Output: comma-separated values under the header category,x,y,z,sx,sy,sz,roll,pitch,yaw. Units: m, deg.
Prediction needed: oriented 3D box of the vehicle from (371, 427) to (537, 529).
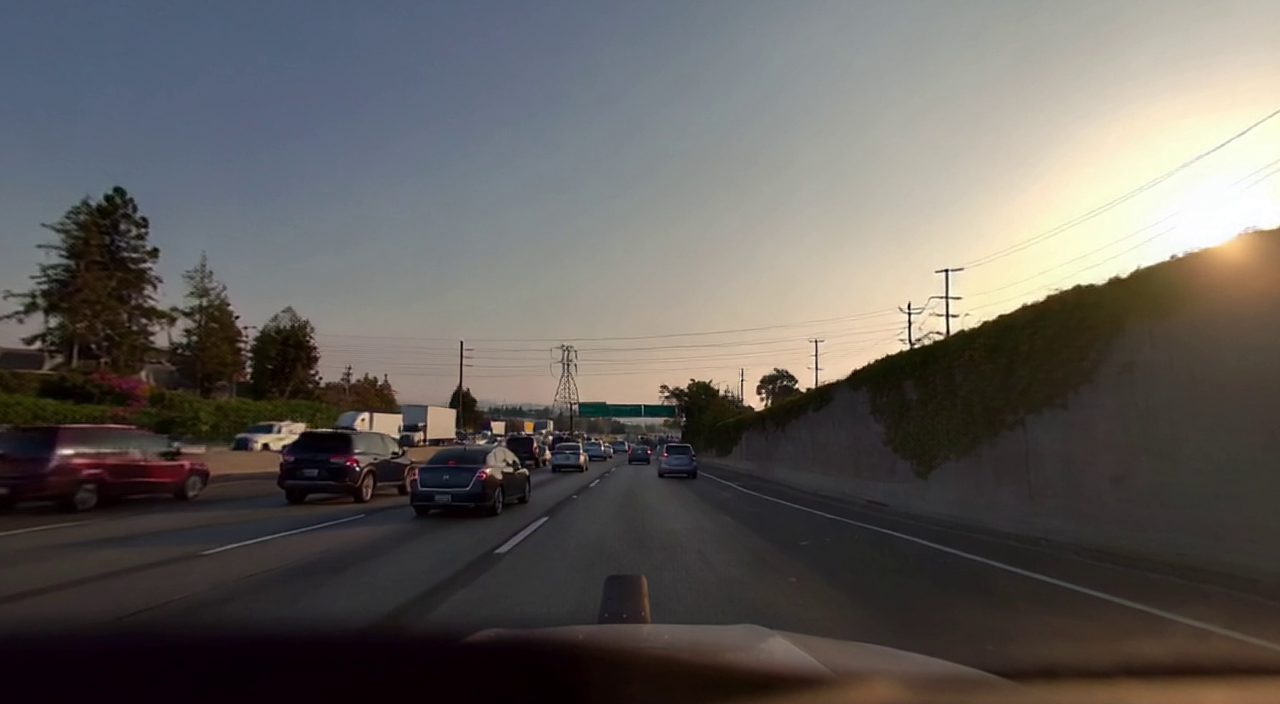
category,x,y,z,sx,sy,sz,roll,pitch,yaw
vehicle,-3.561,2.497,13.112,2.026,1.719,4.490,0,-8,1

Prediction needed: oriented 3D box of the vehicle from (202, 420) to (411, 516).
category,x,y,z,sx,sy,sz,roll,pitch,yaw
vehicle,-7.271,2.582,14.516,2.222,1.825,4.640,0,-8,0

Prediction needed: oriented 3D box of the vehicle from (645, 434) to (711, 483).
category,x,y,z,sx,sy,sz,roll,pitch,yaw
vehicle,1.730,5.194,31.110,2.793,2.132,5.682,0,-8,-1

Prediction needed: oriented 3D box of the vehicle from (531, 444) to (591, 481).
category,x,y,z,sx,sy,sz,roll,pitch,yaw
vehicle,-3.487,4.964,28.680,2.049,1.530,4.707,0,-8,1

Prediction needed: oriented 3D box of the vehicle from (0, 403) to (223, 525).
category,x,y,z,sx,sy,sz,roll,pitch,yaw
vehicle,-10.736,2.065,12.014,2.089,1.847,4.981,0,-8,1
